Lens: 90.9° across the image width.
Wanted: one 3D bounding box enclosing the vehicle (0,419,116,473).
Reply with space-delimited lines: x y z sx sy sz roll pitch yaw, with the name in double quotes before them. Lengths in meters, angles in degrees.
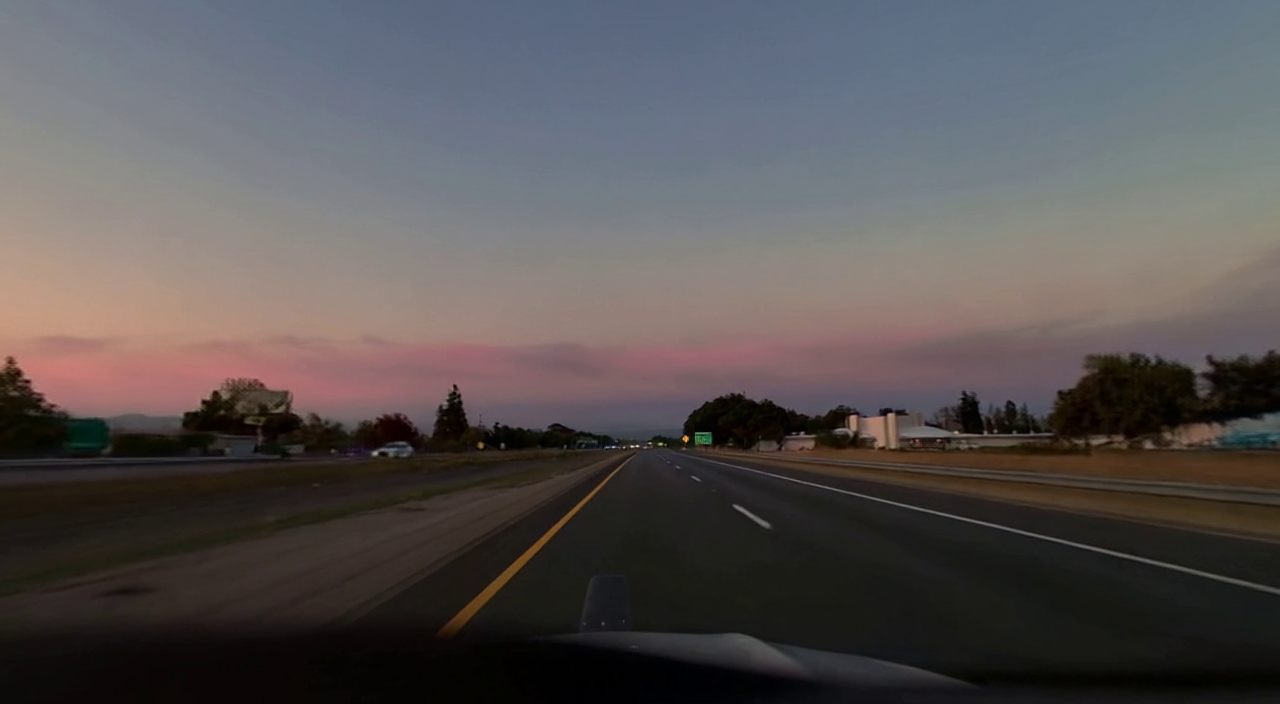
"vehicle" -39.997 6.370 42.899 2.893 3.371 6.704 0 -8 -1
